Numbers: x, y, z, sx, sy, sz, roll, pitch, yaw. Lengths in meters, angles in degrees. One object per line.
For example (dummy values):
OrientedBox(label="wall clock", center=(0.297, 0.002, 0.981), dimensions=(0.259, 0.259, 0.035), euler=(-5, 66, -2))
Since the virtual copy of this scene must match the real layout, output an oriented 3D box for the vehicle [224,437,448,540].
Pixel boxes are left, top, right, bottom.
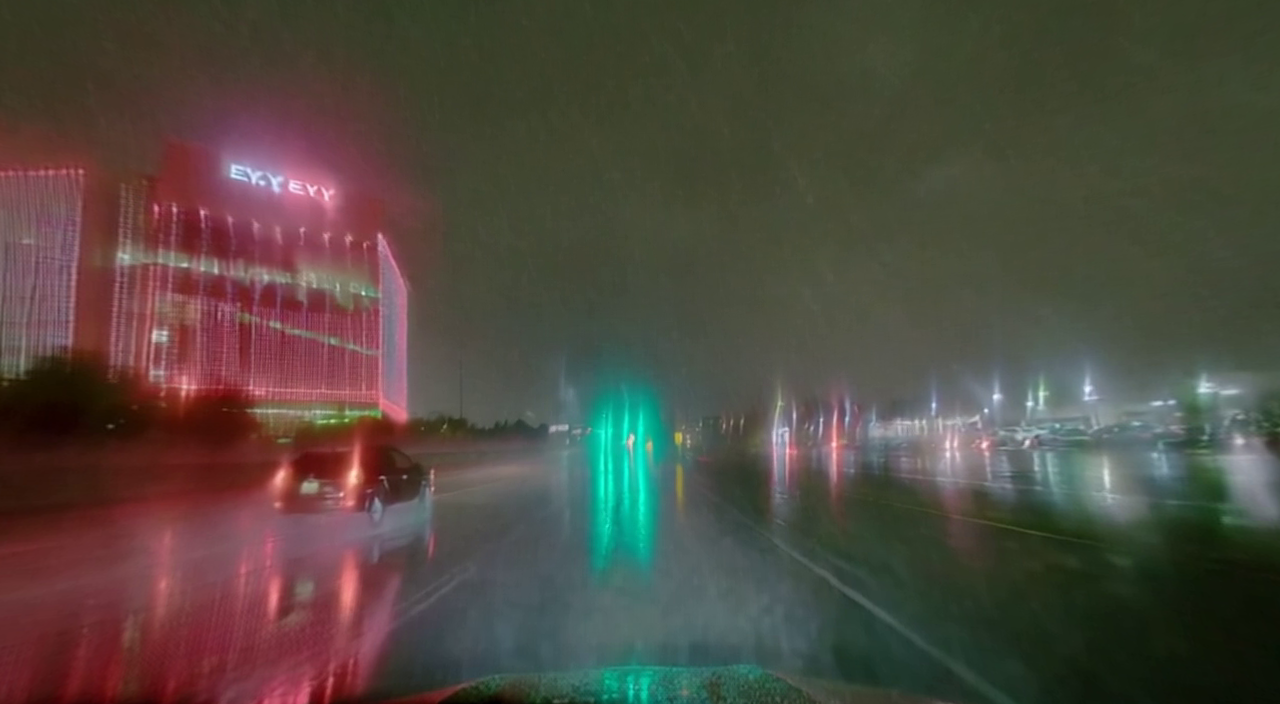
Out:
OrientedBox(label="vehicle", center=(-5.180, 2.363, 11.540), dimensions=(1.943, 1.510, 4.201), euler=(0, -9, 1))
